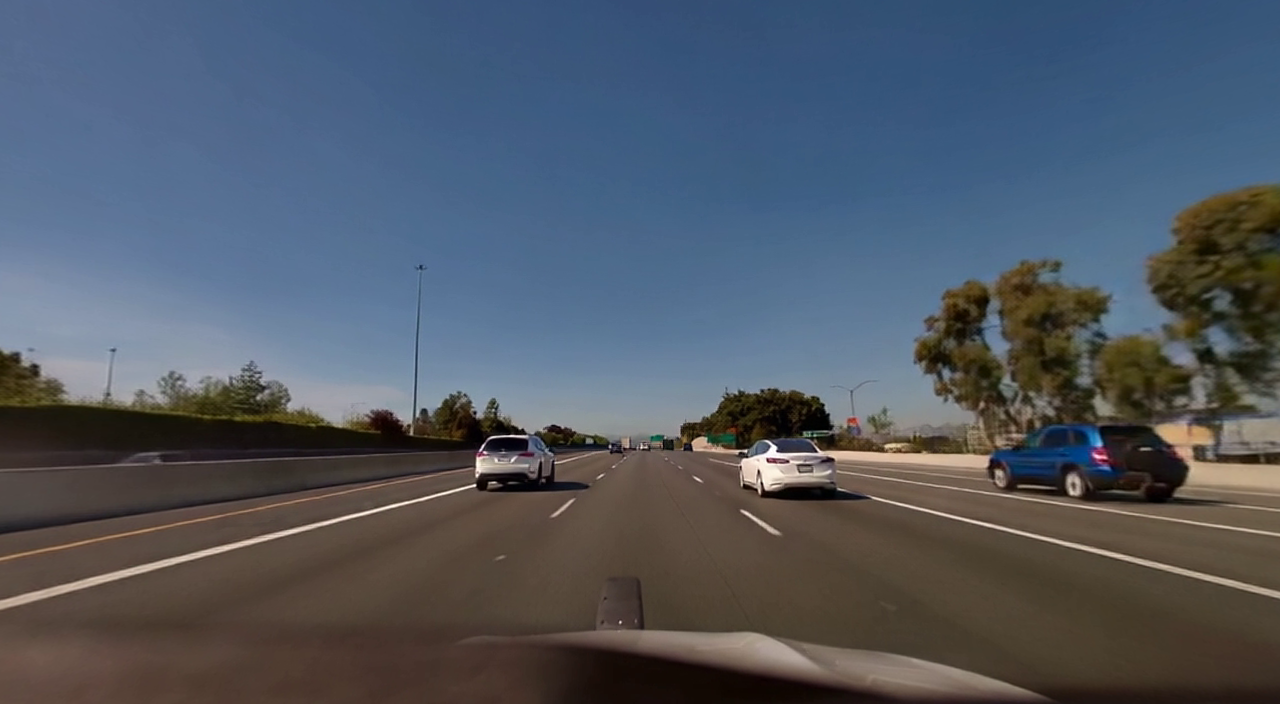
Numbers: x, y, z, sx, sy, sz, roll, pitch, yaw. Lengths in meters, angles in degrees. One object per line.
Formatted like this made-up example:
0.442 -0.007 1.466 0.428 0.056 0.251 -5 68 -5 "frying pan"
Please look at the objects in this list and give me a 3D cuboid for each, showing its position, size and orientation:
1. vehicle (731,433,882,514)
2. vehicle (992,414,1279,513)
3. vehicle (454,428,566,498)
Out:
3.573 2.721 14.700 2.107 1.550 4.949 0 -9 -1 "vehicle"
11.135 2.564 14.966 2.223 1.865 5.704 0 -9 -1 "vehicle"
-3.550 3.131 18.217 2.193 1.746 4.512 0 -9 1 "vehicle"
